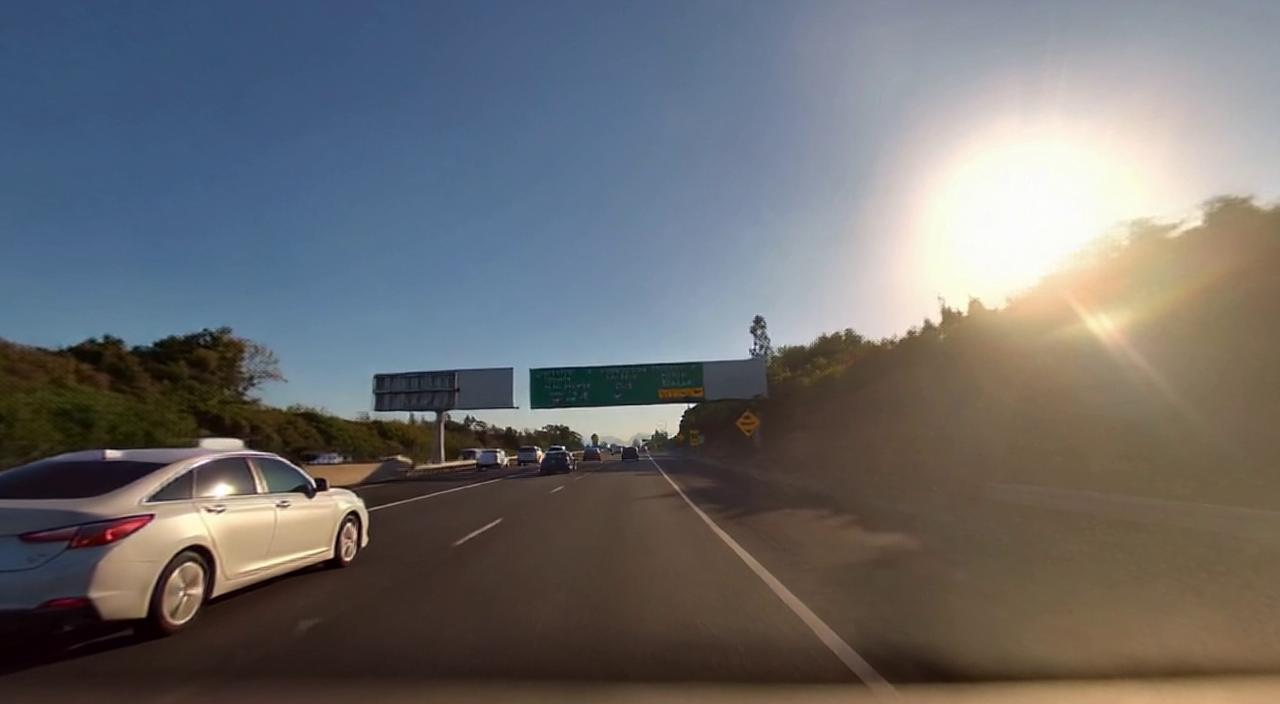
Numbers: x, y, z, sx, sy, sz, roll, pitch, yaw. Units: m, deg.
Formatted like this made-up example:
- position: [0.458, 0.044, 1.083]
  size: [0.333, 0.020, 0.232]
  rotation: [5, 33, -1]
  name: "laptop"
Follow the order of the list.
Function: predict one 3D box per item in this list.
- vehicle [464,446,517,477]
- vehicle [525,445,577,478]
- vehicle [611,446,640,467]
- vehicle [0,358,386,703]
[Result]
- position: [-7.960, 5.839, 33.675]
  size: [1.936, 1.516, 3.904]
  rotation: [0, -9, 0]
  name: "vehicle"
- position: [-4.328, 5.400, 31.080]
  size: [1.988, 1.477, 4.118]
  rotation: [0, -9, -1]
  name: "vehicle"
- position: [-1.001, 7.646, 45.907]
  size: [2.023, 1.479, 3.718]
  rotation: [0, -9, 0]
  name: "vehicle"
- position: [-4.103, 1.269, 5.206]
  size: [2.074, 1.779, 4.588]
  rotation: [0, -9, 0]
  name: "vehicle"
